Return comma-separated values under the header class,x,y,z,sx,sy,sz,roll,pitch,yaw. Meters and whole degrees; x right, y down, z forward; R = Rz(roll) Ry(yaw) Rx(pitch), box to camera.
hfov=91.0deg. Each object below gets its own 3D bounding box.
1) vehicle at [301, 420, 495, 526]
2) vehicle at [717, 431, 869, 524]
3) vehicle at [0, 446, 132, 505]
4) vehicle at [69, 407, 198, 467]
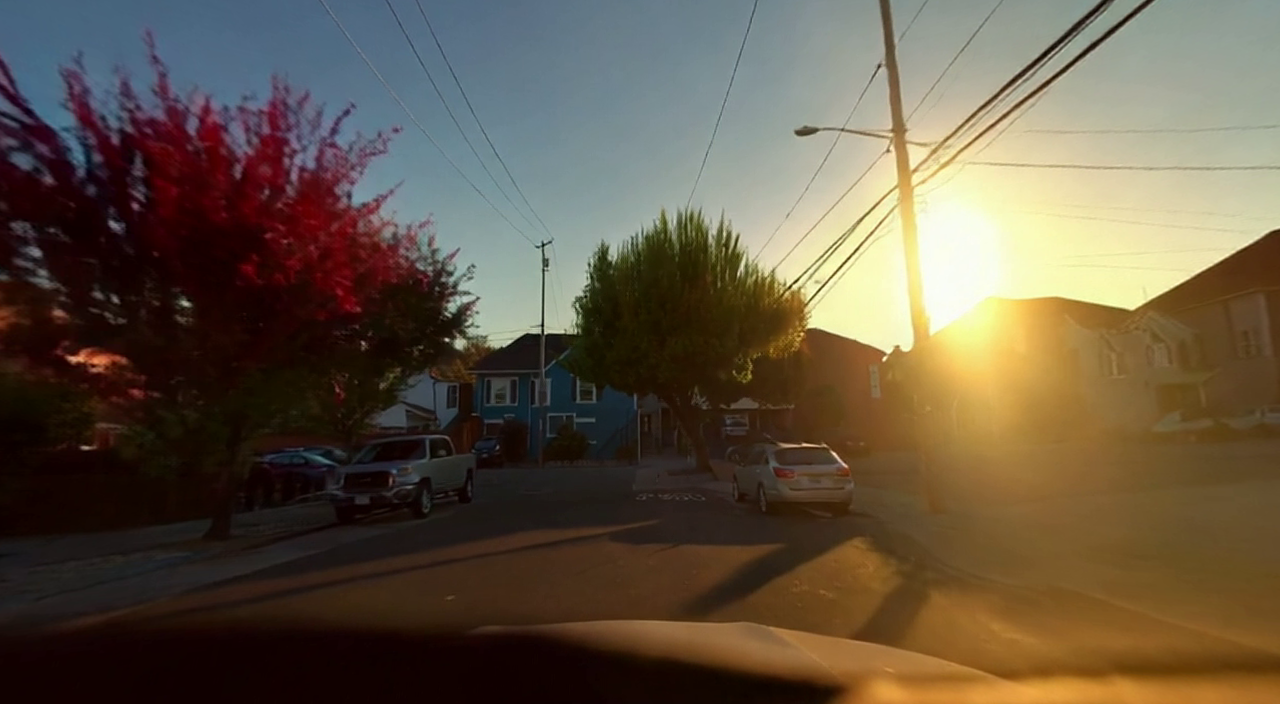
class,x,y,z,sx,sy,sz,roll,pitch,yaw
vehicle,-5.569,2.895,15.800,2.480,2.084,6.353,0,-9,-1
vehicle,3.340,2.847,14.942,2.109,1.811,4.886,1,-9,-3
vehicle,-15.953,3.275,17.124,1.563,1.433,3.492,1,-9,-7
vehicle,-31.402,5.177,39.431,2.473,2.922,6.719,-1,-1,3
